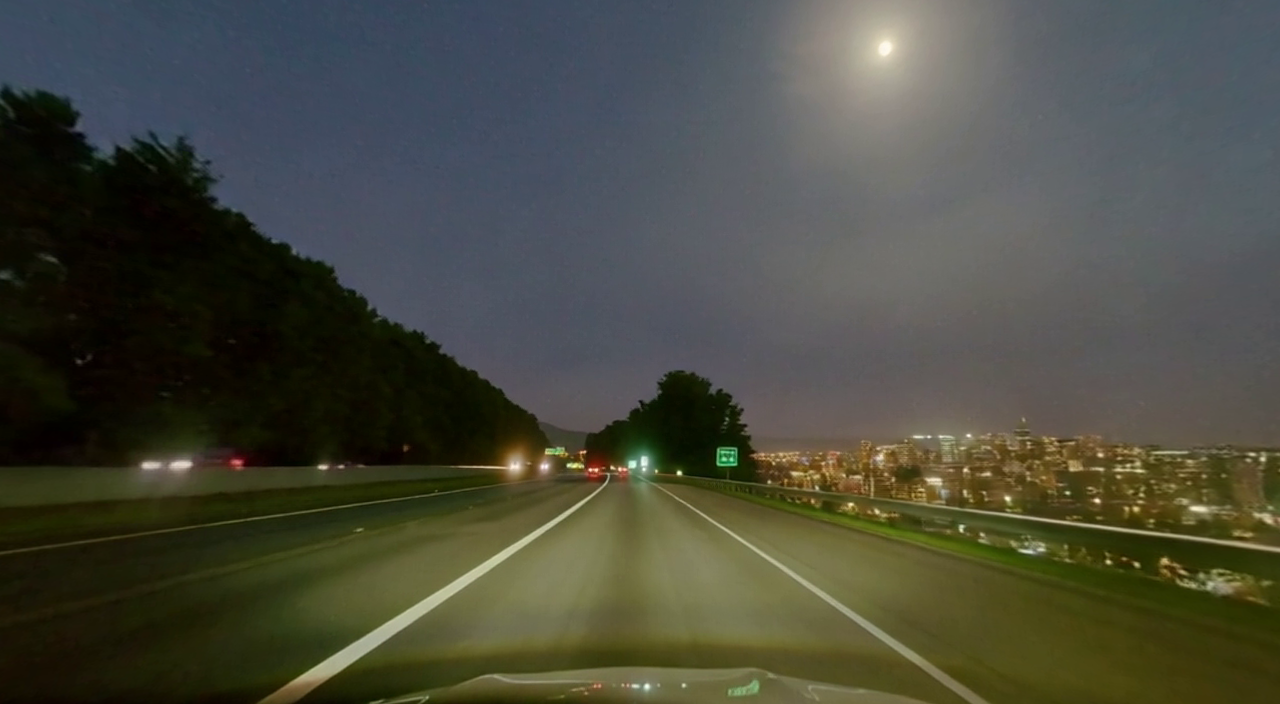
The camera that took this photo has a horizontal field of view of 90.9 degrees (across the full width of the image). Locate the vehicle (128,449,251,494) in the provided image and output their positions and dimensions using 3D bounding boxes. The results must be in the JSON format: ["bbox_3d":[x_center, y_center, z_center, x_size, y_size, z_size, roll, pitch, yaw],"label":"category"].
[{"bbox_3d":[-16.426,4.396,23.233,1.765,1.472,3.659,1,-10,0],"label":"vehicle"}]

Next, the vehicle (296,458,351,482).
[{"bbox_3d":[-20.788,7.762,41.534,1.765,1.441,3.613,1,-10,0],"label":"vehicle"}]
